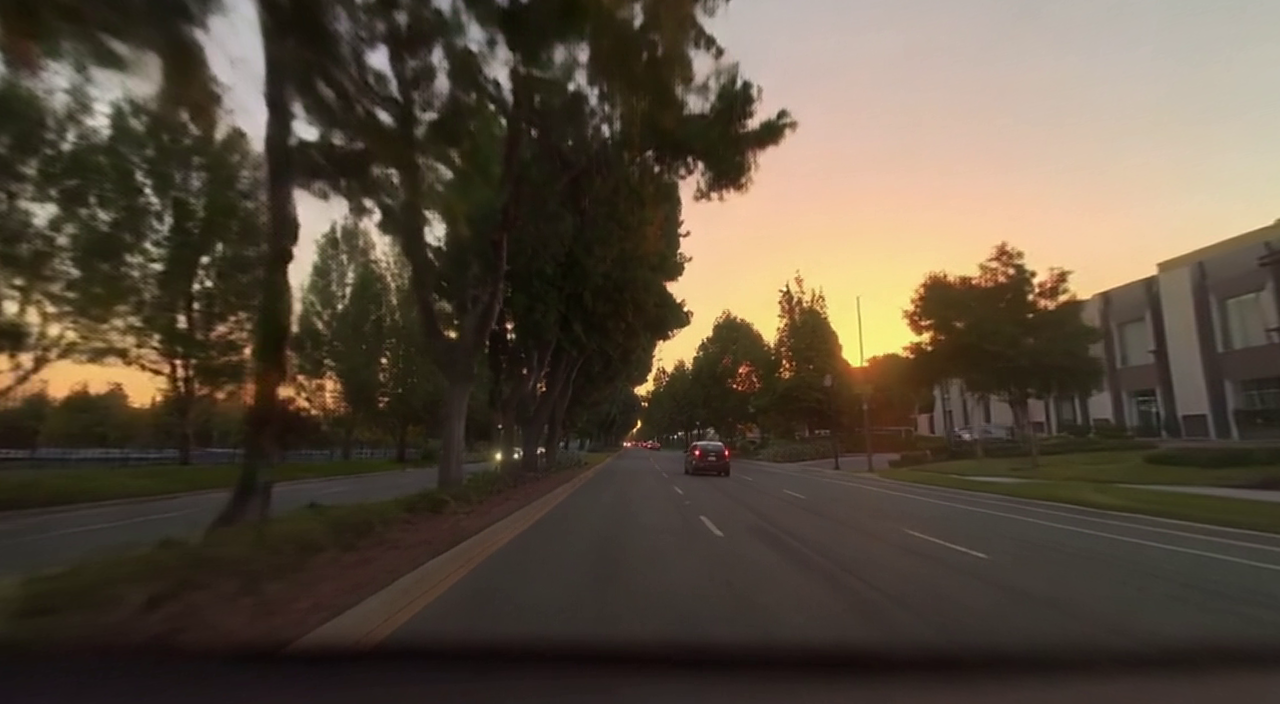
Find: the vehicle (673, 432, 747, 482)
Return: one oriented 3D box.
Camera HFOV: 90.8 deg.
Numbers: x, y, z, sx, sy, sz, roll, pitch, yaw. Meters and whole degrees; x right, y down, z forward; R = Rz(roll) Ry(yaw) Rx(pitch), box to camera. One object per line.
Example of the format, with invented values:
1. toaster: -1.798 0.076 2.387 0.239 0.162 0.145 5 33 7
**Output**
1. vehicle: 2.590 4.035 24.638 2.240 1.740 4.605 0 -8 -2
